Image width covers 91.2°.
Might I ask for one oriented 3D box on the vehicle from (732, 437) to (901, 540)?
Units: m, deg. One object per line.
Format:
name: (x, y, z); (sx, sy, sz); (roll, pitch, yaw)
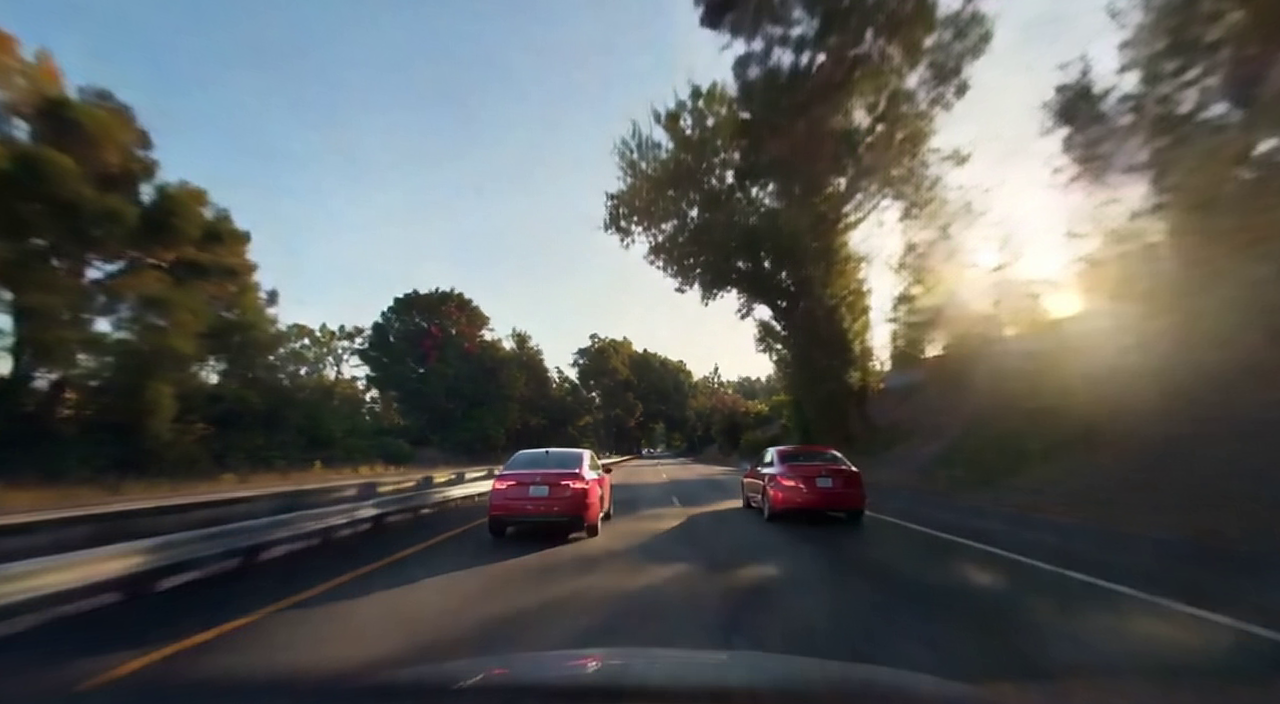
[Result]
vehicle: (2.984, 2.386, 11.595); (2.021, 1.533, 4.014); (-1, -9, 1)

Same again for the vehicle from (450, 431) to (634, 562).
vehicle: (-1.196, 2.060, 9.696); (2.083, 1.548, 4.251); (-1, -9, 1)
